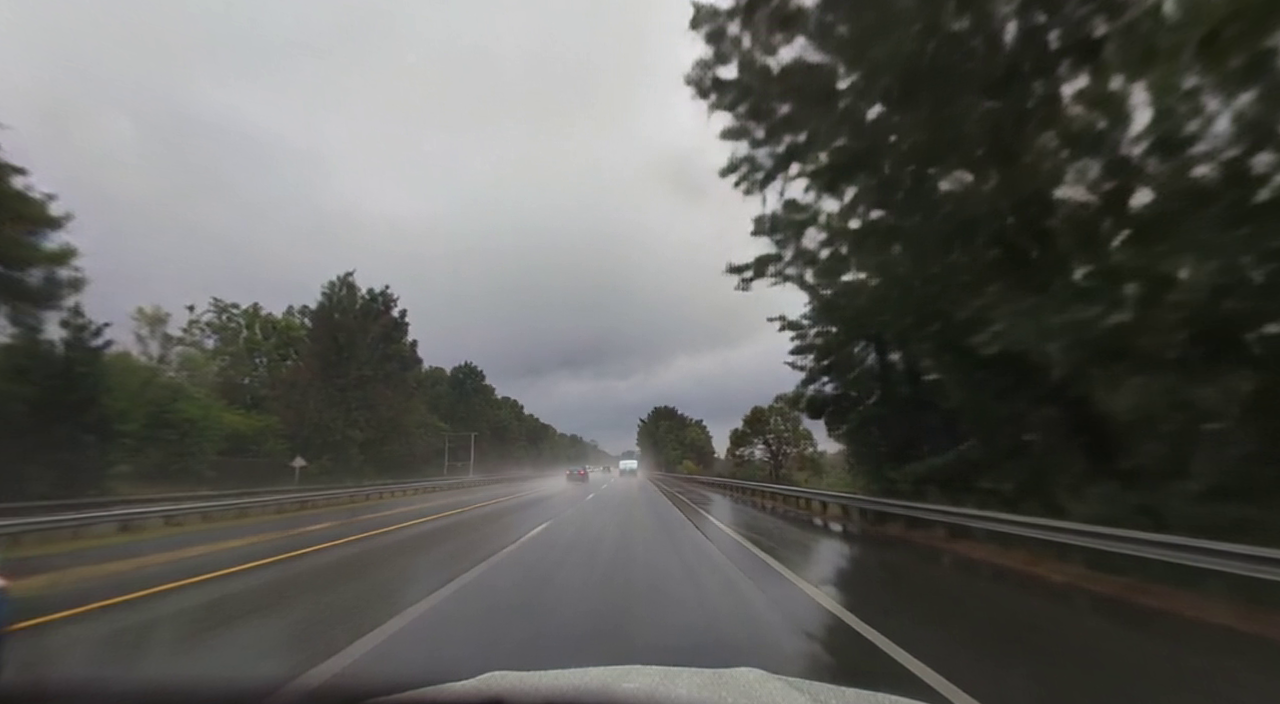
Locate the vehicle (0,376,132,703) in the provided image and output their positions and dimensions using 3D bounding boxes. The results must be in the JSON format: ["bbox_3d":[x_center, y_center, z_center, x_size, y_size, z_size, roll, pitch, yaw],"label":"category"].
[{"bbox_3d":[-3.889,0.625,1.042,2.123,1.666,4.709,1,-10,0],"label":"vehicle"}]

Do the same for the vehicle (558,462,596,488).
[{"bbox_3d":[-4.148,8.236,42.239,2.068,1.592,4.479,1,-10,0],"label":"vehicle"}]
